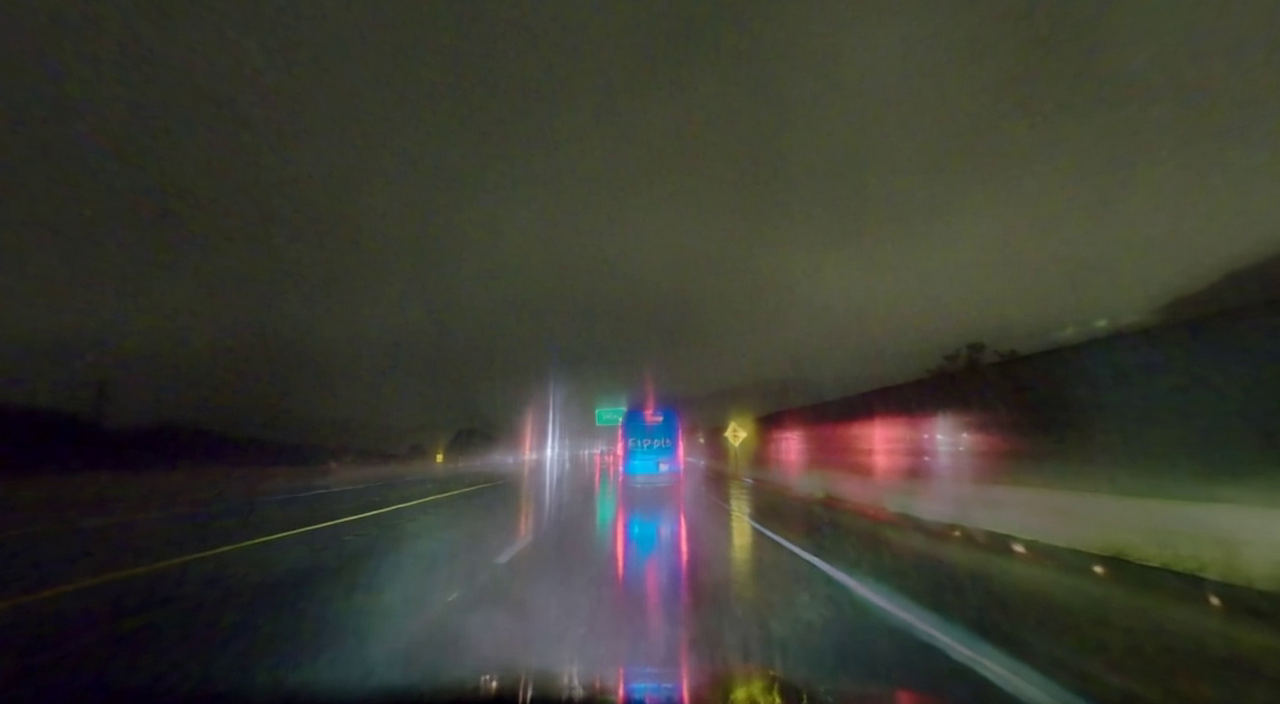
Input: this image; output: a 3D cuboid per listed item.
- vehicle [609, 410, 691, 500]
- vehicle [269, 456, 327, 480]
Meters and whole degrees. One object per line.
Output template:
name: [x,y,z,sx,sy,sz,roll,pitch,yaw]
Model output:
vehicle: [0.183,3.350,20.750,2.332,2.558,5.314,0,-9,-2]
vehicle: [-23.704,8.043,43.920,1.864,1.470,3.888,0,-9,0]
